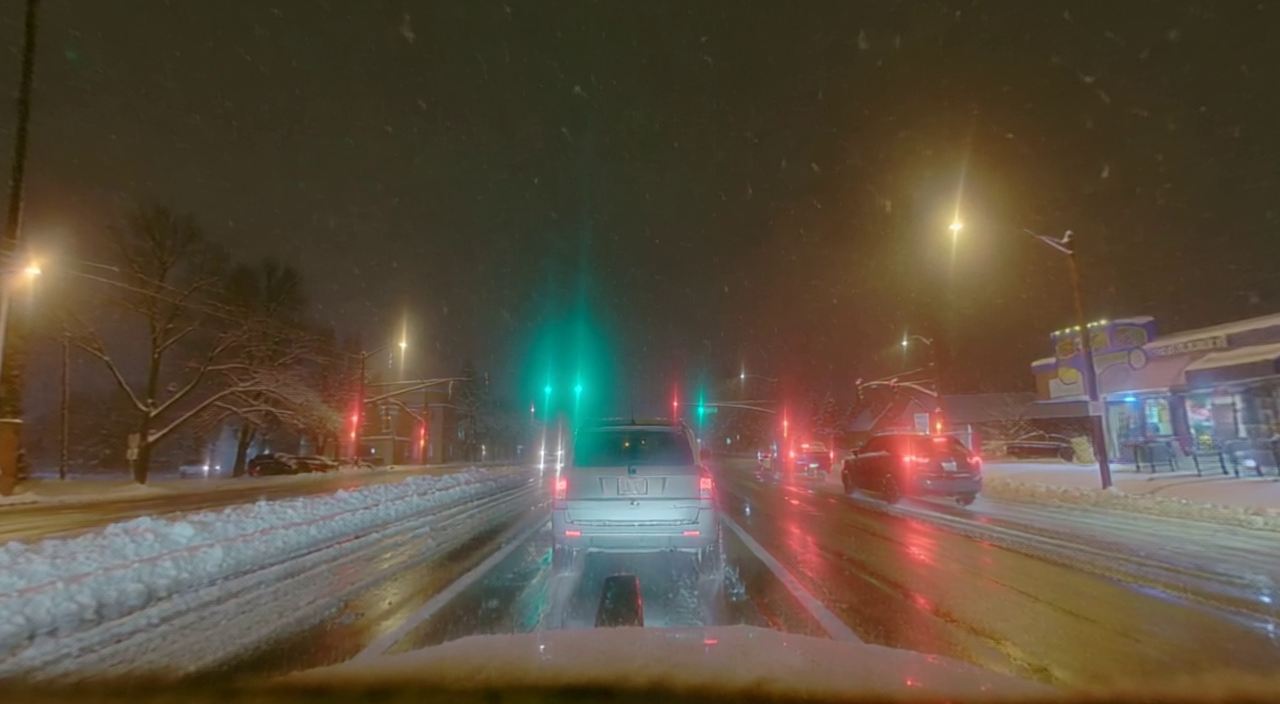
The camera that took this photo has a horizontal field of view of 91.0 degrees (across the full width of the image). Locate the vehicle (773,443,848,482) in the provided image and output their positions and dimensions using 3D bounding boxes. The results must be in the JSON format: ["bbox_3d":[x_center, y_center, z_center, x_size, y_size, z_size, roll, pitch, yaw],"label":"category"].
[{"bbox_3d":[6.874,4.467,25.814,1.833,1.452,4.237,0,-9,0],"label":"vehicle"}]

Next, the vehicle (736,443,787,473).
[{"bbox_3d":[6.364,5.575,33.413,1.961,1.477,4.454,0,-8,2],"label":"vehicle"}]

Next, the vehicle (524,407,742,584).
[{"bbox_3d":[-0.052,1.689,8.131,2.115,1.700,3.901,0,-8,1],"label":"vehicle"}]

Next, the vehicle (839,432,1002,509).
[{"bbox_3d":[6.796,2.904,15.928,2.072,1.652,4.611,0,-8,1],"label":"vehicle"}]
